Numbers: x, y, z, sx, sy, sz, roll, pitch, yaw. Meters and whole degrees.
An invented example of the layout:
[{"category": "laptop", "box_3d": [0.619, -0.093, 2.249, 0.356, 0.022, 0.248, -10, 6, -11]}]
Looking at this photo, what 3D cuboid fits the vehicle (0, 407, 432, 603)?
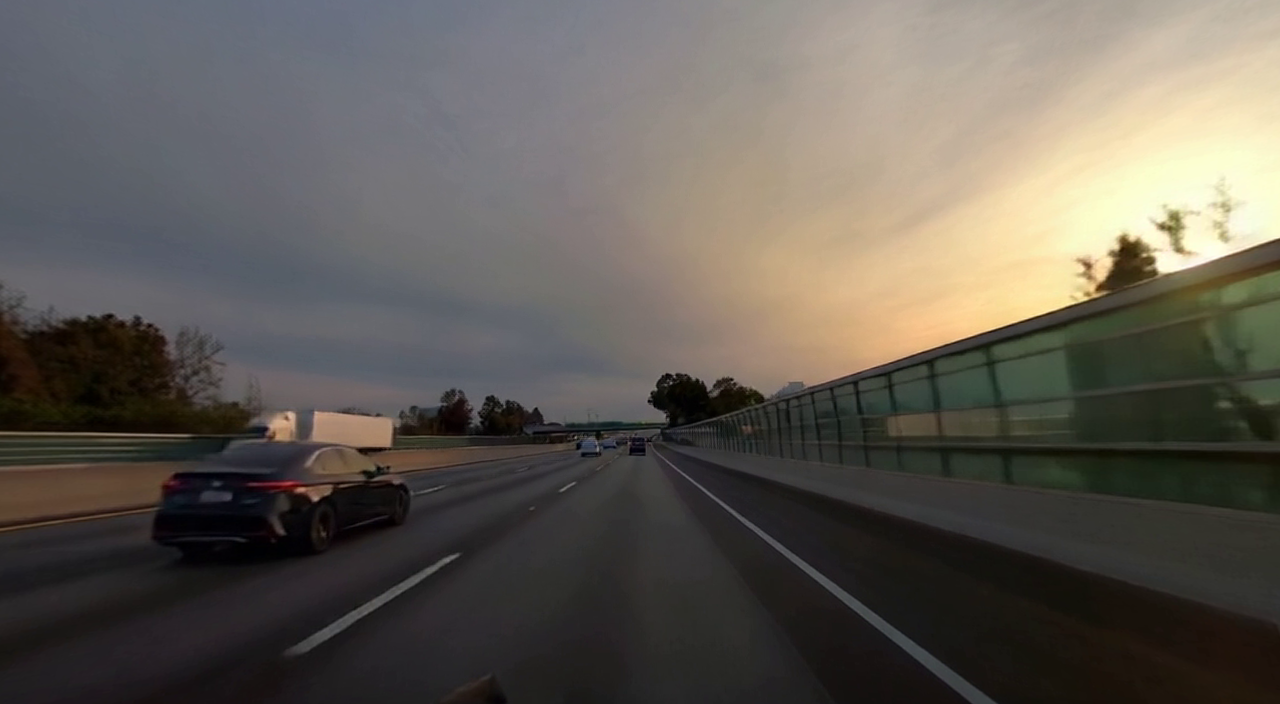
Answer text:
[{"category": "vehicle", "box_3d": [-4.184, 1.533, 7.200, 2.059, 1.541, 4.296, 0, -8, 1]}]
